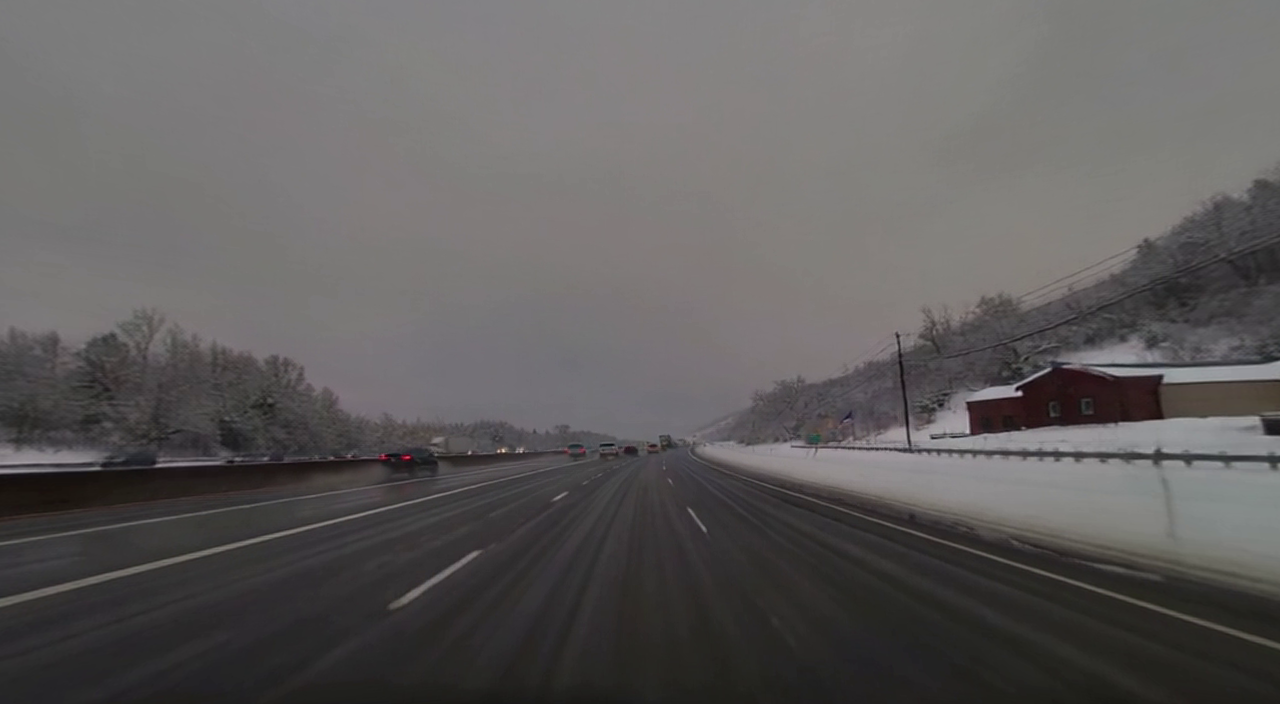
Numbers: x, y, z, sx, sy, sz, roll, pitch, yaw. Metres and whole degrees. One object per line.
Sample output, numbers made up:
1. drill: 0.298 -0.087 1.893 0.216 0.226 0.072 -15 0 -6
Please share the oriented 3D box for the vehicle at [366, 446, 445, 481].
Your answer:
1. vehicle: -10.943 5.211 29.819 1.927 1.454 4.395 -1 -8 2
